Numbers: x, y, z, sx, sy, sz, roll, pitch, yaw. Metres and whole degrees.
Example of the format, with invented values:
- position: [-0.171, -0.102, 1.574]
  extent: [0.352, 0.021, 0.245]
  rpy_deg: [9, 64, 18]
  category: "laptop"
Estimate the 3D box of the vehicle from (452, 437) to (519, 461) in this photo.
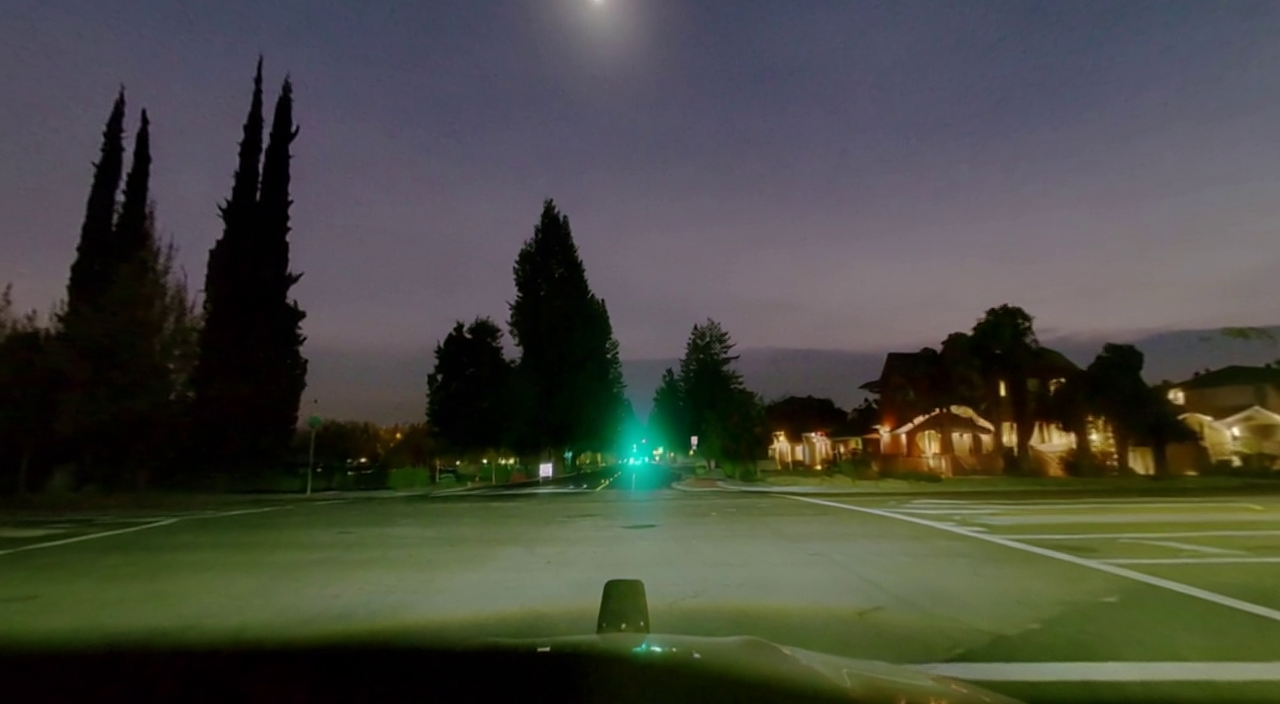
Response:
- position: [-11.736, 7.397, 48.065]
  extent: [4.622, 1.782, 1.836]
  rpy_deg: [0, -9, 1]
  category: "vehicle"
